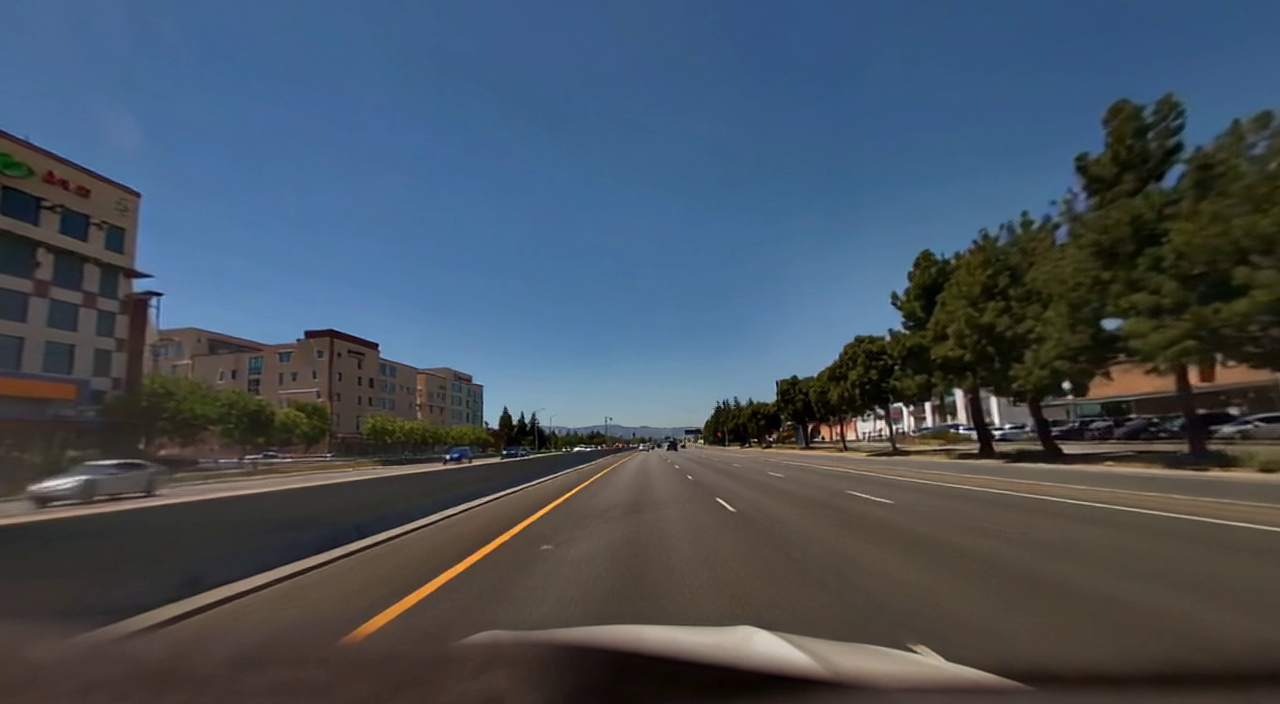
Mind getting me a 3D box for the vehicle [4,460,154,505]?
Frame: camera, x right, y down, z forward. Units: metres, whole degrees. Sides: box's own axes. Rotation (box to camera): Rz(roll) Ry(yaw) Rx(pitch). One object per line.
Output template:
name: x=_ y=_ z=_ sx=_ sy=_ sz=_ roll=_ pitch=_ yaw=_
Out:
vehicle: x=-22.157 y=5.129 z=25.209 sx=1.888 sy=1.494 sz=4.467 roll=0 pitch=-8 yaw=0
